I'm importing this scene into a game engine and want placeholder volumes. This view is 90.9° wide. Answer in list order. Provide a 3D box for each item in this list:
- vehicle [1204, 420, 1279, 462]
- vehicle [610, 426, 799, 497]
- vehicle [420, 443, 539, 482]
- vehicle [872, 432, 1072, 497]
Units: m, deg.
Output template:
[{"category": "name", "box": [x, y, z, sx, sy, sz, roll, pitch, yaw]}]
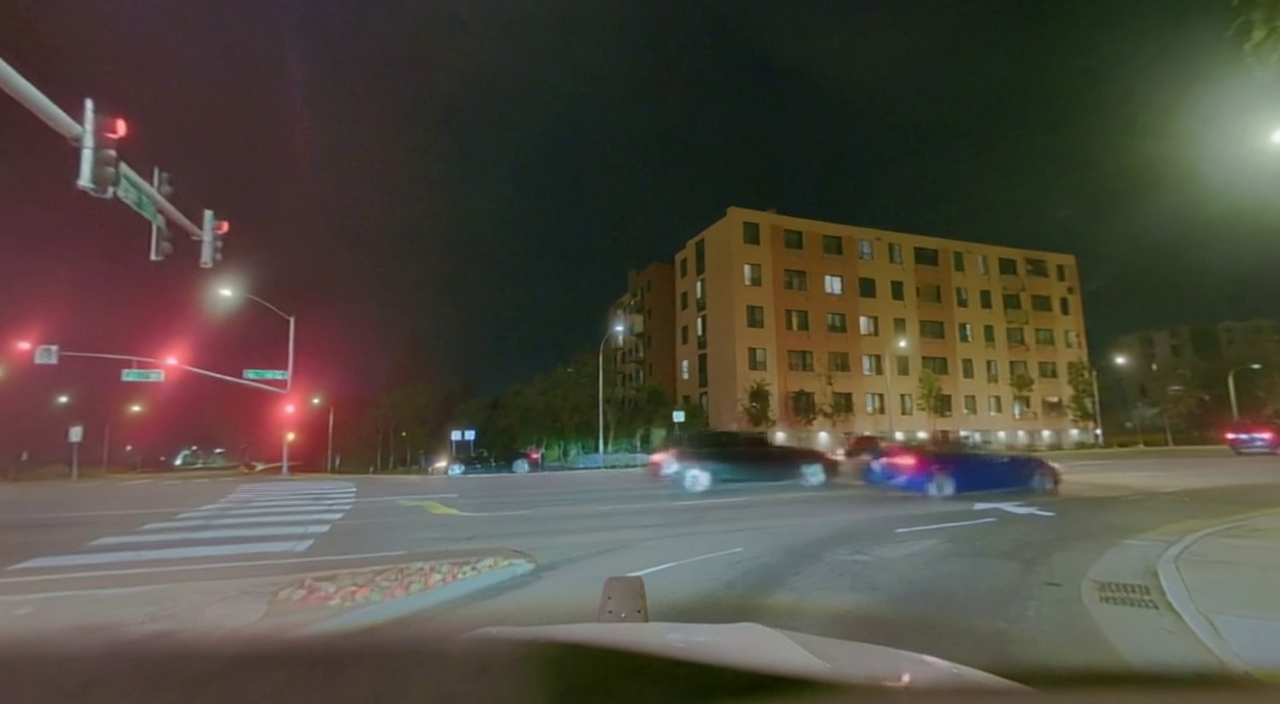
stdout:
[{"category": "vehicle", "box": [27.288, 3.893, 27.590, 4.711, 1.688, 1.915, 3, -9, -23]}, {"category": "vehicle", "box": [1.736, 2.910, 17.078, 4.683, 1.678, 1.981, 4, -9, -23]}, {"category": "vehicle", "box": [-6.380, 4.358, 25.080, 4.289, 1.415, 1.774, 4, -9, -24]}, {"category": "vehicle", "box": [8.354, 2.773, 15.913, 4.521, 1.433, 1.943, 3, -9, -23]}]
